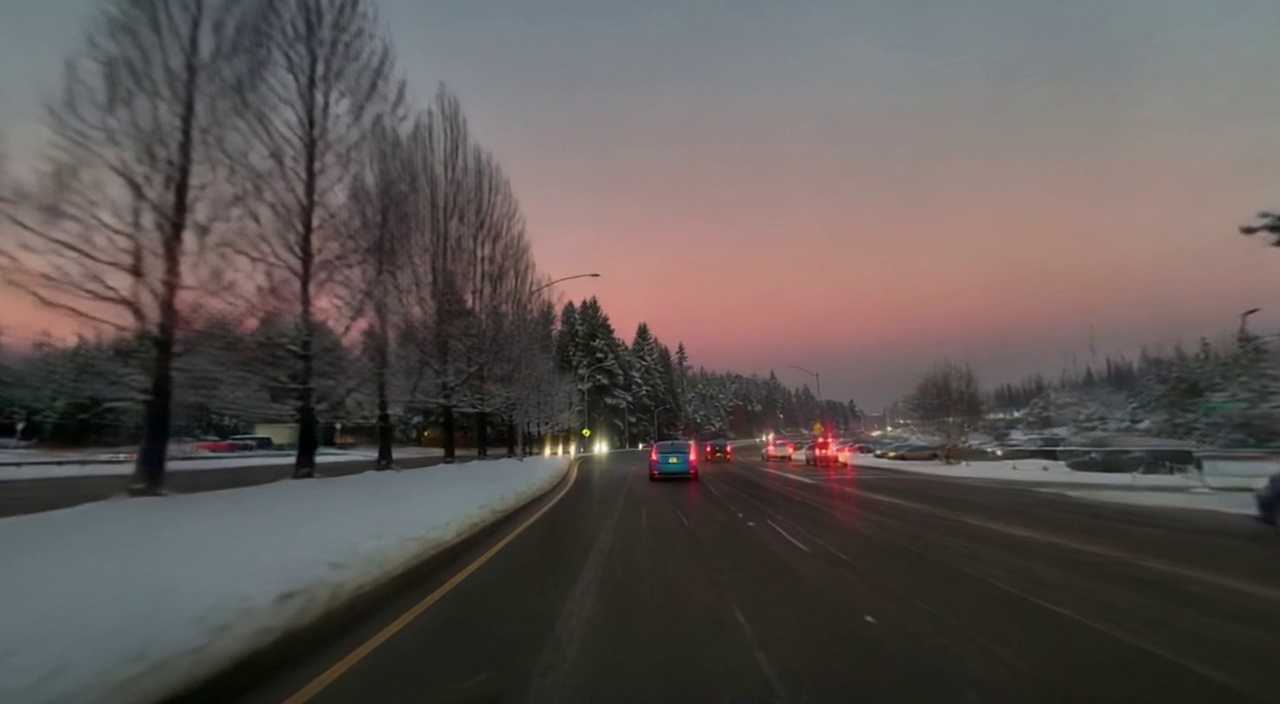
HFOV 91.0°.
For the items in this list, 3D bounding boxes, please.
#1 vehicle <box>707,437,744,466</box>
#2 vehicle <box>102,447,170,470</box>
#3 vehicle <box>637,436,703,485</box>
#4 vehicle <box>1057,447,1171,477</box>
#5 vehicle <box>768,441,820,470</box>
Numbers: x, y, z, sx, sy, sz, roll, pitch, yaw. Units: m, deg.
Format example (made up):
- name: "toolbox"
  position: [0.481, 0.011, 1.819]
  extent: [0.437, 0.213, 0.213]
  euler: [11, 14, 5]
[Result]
- name: "vehicle"
  position: [5.599, 6.555, 41.542]
  extent: [1.976, 1.796, 4.159]
  euler: [0, -8, 2]
- name: "vehicle"
  position: [-36.513, 7.703, 45.741]
  extent: [1.880, 1.535, 4.620]
  euler: [2, -9, -12]
- name: "vehicle"
  position: [0.999, 3.862, 22.729]
  extent: [2.145, 1.603, 4.369]
  euler: [0, -8, 1]
- name: "vehicle"
  position: [23.176, 5.376, 30.994]
  extent: [1.658, 1.363, 4.223]
  euler: [2, -9, -16]
- name: "vehicle"
  position: [8.534, 5.780, 35.246]
  extent: [1.928, 1.488, 4.361]
  euler: [0, -8, 1]
